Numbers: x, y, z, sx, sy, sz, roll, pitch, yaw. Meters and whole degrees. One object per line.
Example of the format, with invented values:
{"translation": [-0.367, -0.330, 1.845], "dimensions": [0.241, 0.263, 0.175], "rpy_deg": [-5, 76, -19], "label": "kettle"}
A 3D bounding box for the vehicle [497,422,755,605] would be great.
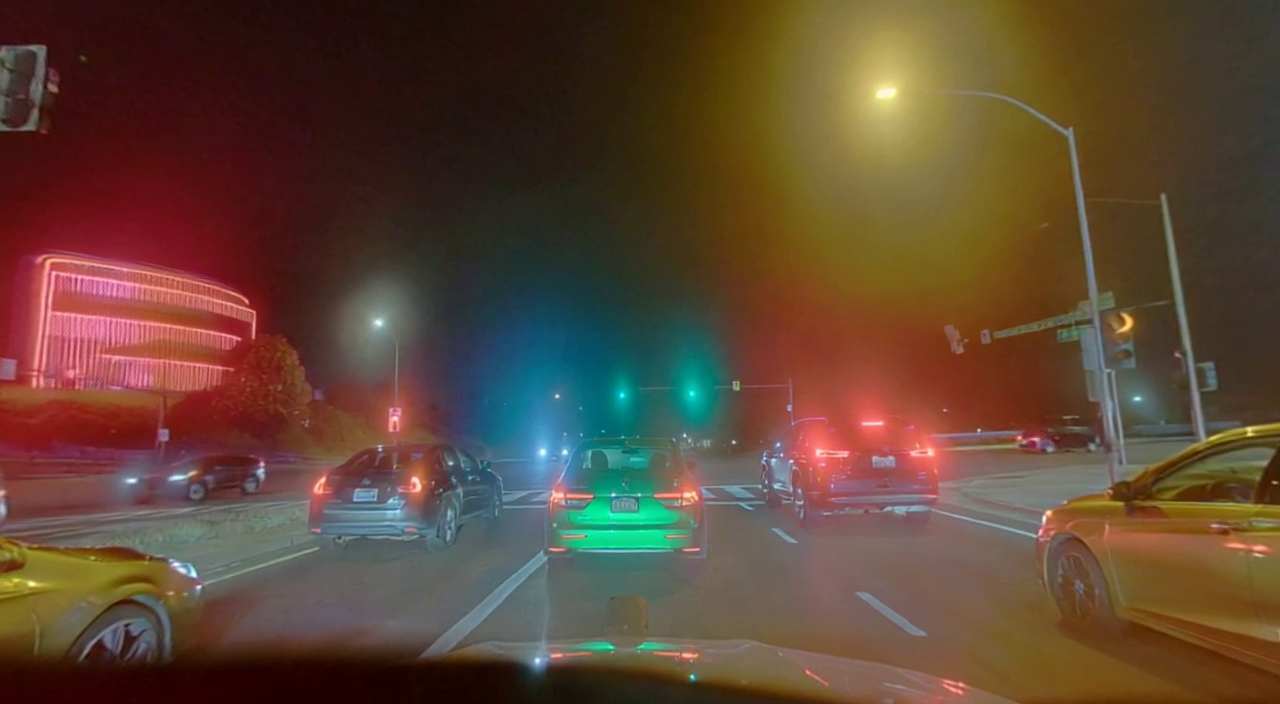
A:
{"translation": [-0.132, 1.652, 7.376], "dimensions": [2.140, 1.499, 4.119], "rpy_deg": [0, -8, 0], "label": "vehicle"}

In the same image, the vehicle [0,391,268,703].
{"translation": [-3.480, 0.849, 1.830], "dimensions": [2.016, 1.547, 4.414], "rpy_deg": [0, -8, 1], "label": "vehicle"}

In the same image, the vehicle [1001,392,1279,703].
{"translation": [3.937, 0.967, 3.096], "dimensions": [1.800, 1.519, 4.198], "rpy_deg": [0, -8, 0], "label": "vehicle"}

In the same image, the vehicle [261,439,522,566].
{"translation": [-3.304, 2.071, 9.533], "dimensions": [1.995, 1.436, 4.373], "rpy_deg": [-1, -8, 3], "label": "vehicle"}

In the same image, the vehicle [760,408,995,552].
{"translation": [3.303, 1.869, 9.839], "dimensions": [1.992, 1.744, 4.183], "rpy_deg": [0, -8, 0], "label": "vehicle"}
